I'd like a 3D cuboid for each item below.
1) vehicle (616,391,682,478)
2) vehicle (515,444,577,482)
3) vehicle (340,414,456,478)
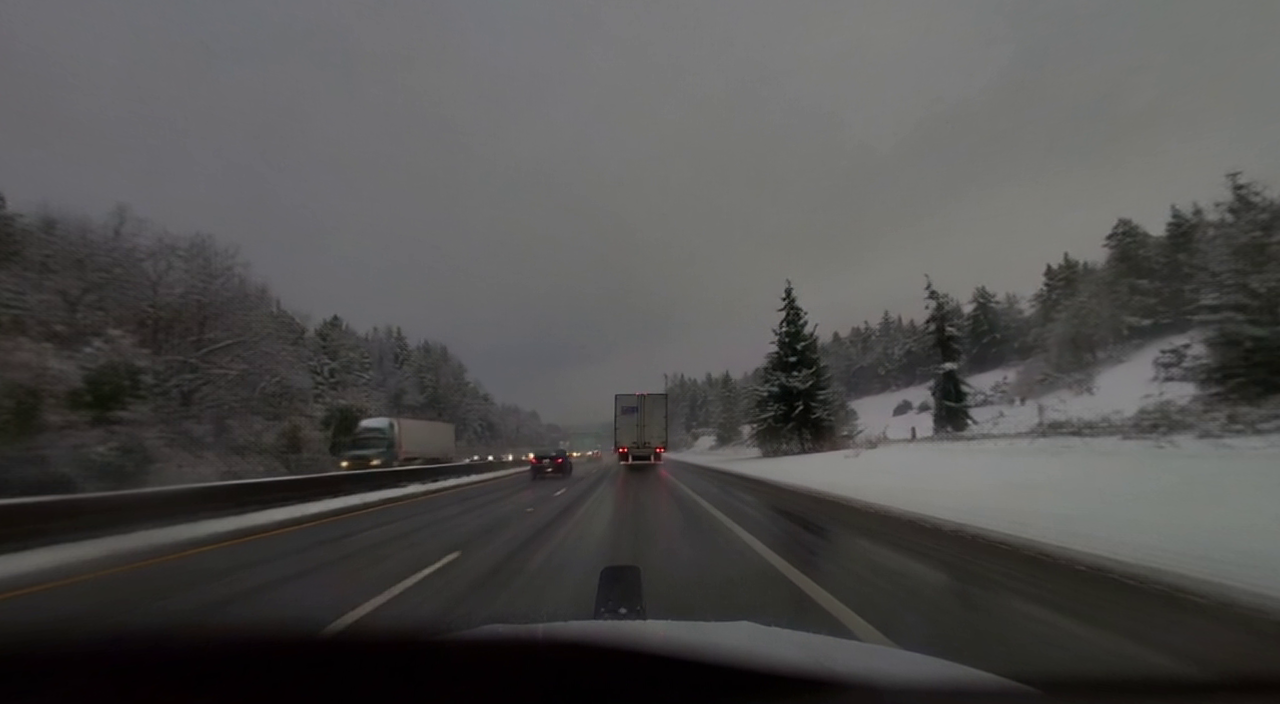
[{"bbox_3d":[0.316,4.421,32.879,2.959,3.828,9.617,0,-9,-1],"label":"vehicle"},{"bbox_3d":[-4.129,4.974,28.555,2.074,1.546,4.946,0,-9,0],"label":"vehicle"},{"bbox_3d":[-18.125,7.413,49.261,2.912,4.071,16.625,0,-9,-1],"label":"vehicle"}]
